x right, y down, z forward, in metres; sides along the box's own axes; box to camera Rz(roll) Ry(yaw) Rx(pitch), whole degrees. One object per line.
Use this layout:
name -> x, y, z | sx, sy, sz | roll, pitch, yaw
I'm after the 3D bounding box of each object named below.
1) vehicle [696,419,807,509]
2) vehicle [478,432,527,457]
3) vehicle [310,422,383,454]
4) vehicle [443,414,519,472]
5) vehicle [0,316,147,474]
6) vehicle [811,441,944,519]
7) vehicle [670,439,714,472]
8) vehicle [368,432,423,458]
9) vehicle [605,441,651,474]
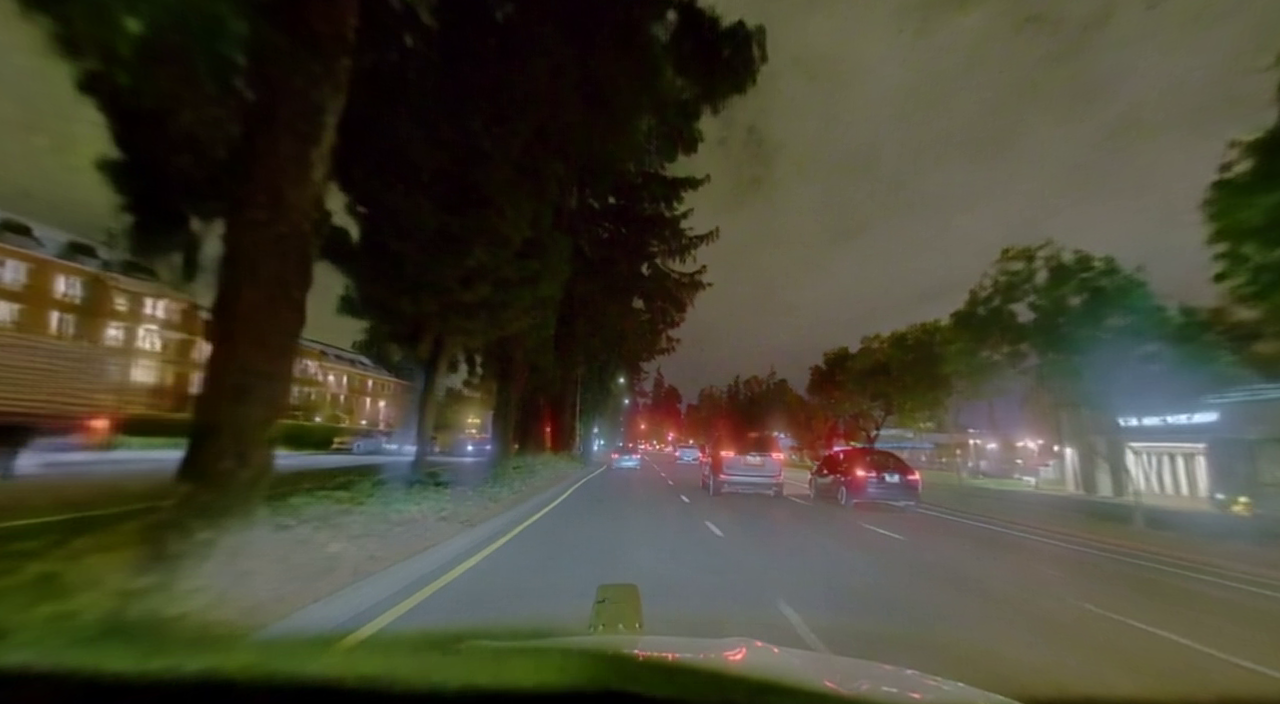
vehicle -> 2.778, 2.894, 16.709 | 2.035, 1.940, 4.299 | 3, -9, -1
vehicle -> -8.703, 5.923, 40.348 | 1.981, 1.514, 4.323 | 0, -8, 2
vehicle -> -19.433, 5.834, 42.181 | 2.226, 1.925, 5.293 | 1, -10, 1
vehicle -> -11.717, 6.636, 47.680 | 2.947, 3.206, 10.111 | 0, -1, 1
vehicle -> -15.694, 0.614, 11.674 | 2.944, 3.472, 12.516 | 0, -8, 1
vehicle -> 6.242, 3.375, 17.233 | 1.913, 1.777, 4.269 | 2, -8, -1
vehicle -> 2.817, 5.718, 35.086 | 1.922, 1.708, 4.126 | 0, -8, -2
vehicle -> -15.679, 5.971, 40.734 | 1.770, 1.461, 4.336 | 4, -8, 0
vehicle -> -0.566, 5.129, 30.919 | 2.119, 1.460, 3.847 | 0, -8, -1
